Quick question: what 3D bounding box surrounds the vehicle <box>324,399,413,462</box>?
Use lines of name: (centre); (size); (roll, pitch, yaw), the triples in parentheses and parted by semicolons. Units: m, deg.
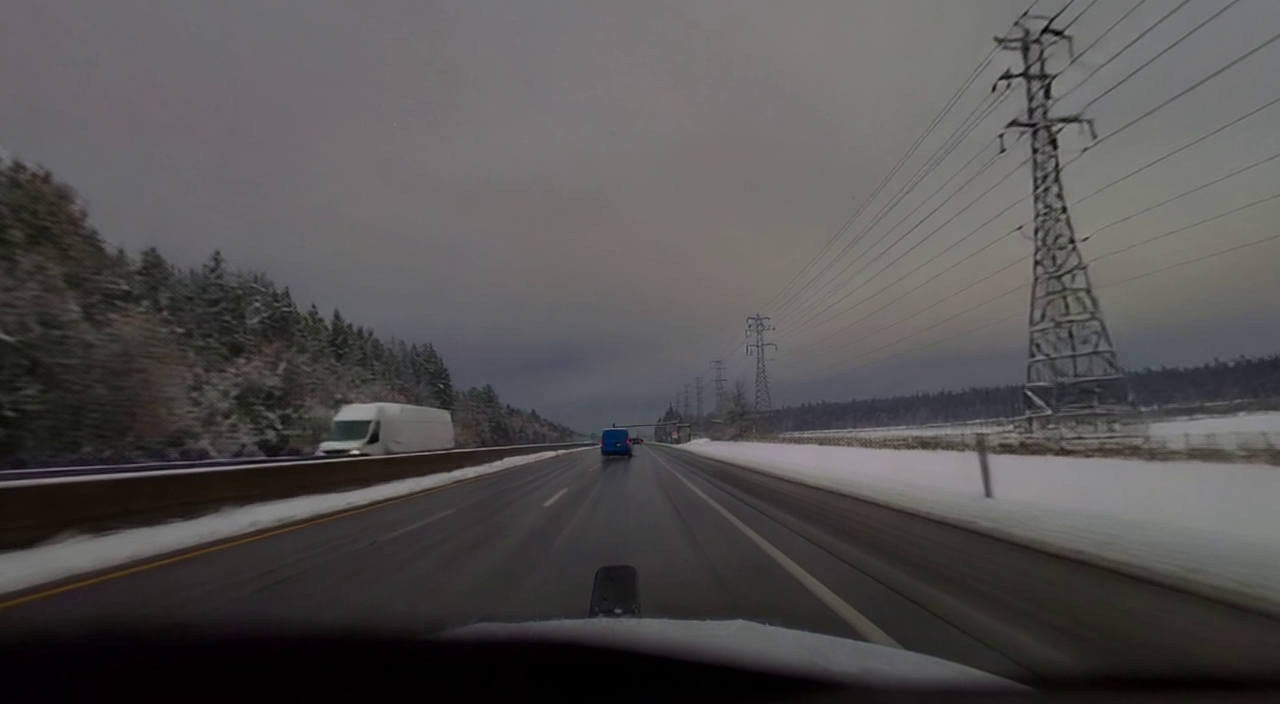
vehicle: (-17.233, 5.096, 40.502); (2.996, 3.754, 5.848); (0, -8, 0)

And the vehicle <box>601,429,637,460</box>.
vehicle: (-1.290, 5.929, 40.356); (2.041, 1.856, 4.353); (0, -8, 1)
